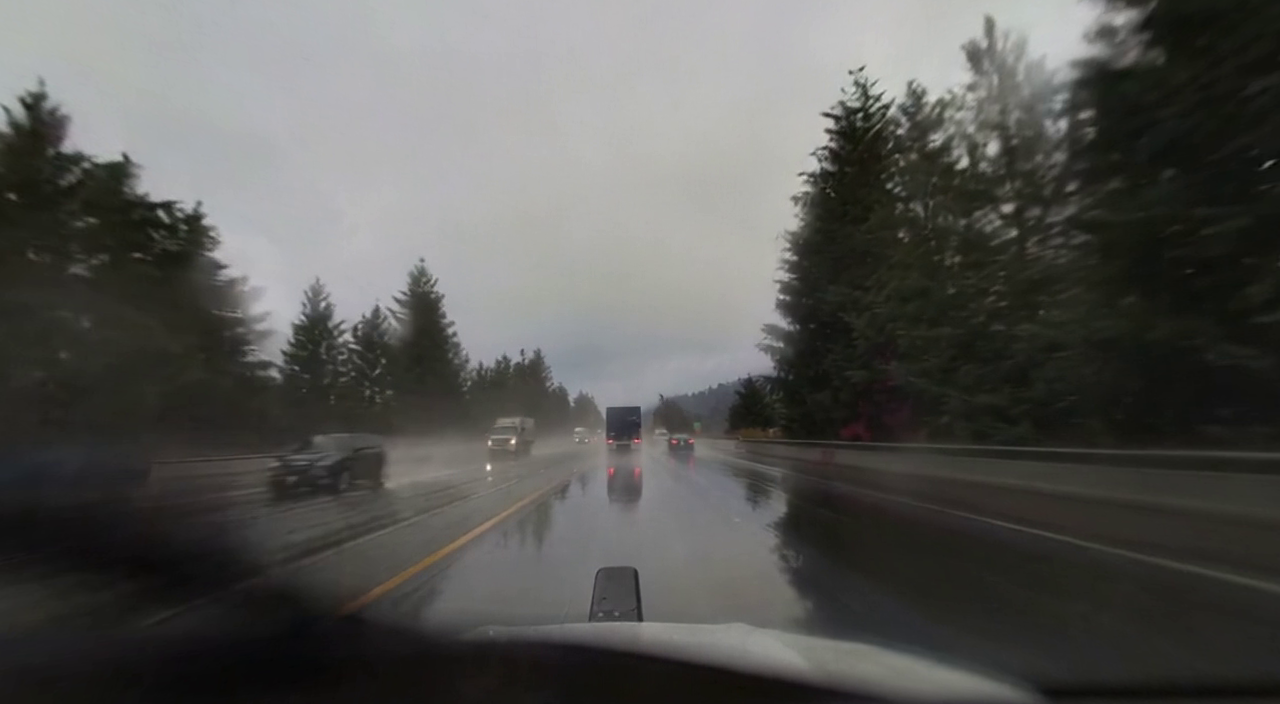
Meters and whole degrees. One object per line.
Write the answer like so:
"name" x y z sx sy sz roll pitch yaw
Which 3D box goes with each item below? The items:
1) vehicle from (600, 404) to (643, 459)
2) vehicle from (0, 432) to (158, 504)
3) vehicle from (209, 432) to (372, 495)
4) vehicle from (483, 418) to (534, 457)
"vehicle" -1.192 4.984 39.188 2.450 3.098 6.965 0 -8 -2
"vehicle" -38.165 7.369 41.712 2.874 4.020 14.604 1 -8 -9
"vehicle" -9.261 2.952 17.207 1.949 1.471 4.555 0 -8 -2
"vehicle" -10.029 6.603 48.558 2.568 2.809 6.308 0 -8 0
